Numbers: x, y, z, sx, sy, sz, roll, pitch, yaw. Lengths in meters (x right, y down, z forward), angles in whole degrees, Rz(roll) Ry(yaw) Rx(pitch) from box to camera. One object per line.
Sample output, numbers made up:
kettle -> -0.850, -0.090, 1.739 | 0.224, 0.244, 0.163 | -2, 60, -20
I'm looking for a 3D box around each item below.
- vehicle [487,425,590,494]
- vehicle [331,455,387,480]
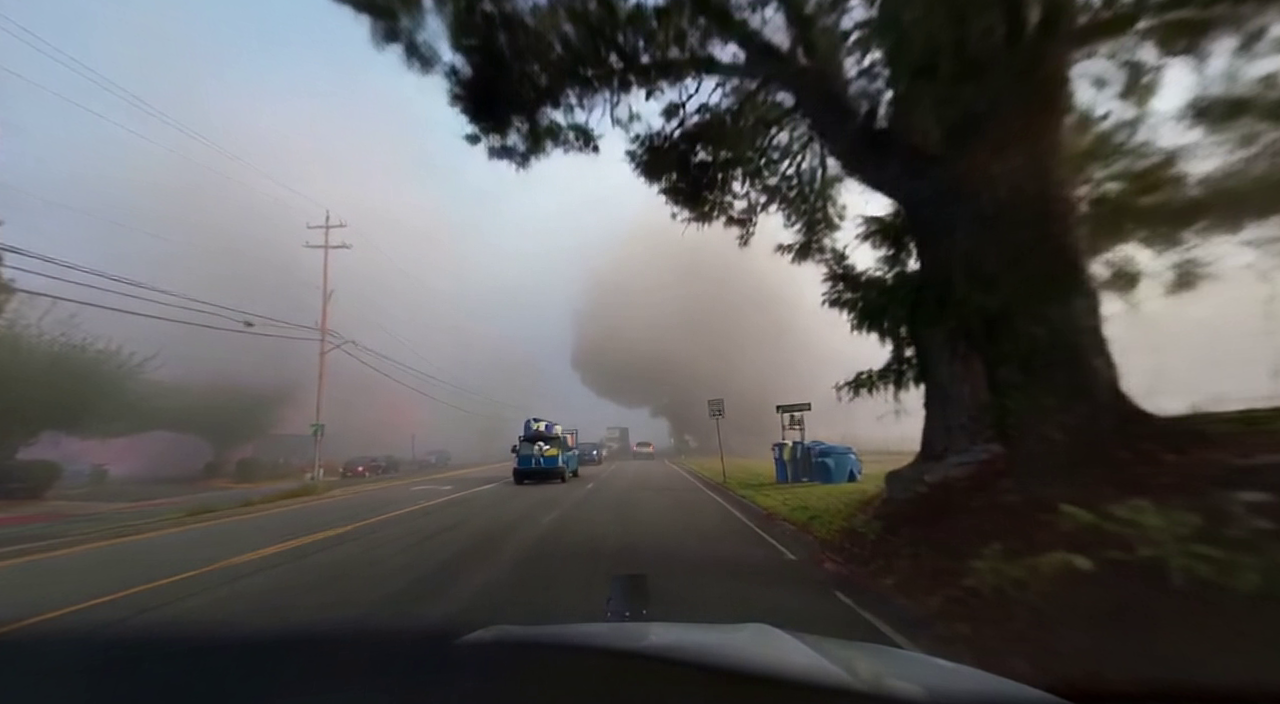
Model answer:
vehicle -> -2.915, 3.239, 19.361 | 2.180, 1.818, 5.117 | 0, -8, 2
vehicle -> -19.617, 8.056, 44.205 | 2.099, 1.449, 4.749 | 1, -8, -5
